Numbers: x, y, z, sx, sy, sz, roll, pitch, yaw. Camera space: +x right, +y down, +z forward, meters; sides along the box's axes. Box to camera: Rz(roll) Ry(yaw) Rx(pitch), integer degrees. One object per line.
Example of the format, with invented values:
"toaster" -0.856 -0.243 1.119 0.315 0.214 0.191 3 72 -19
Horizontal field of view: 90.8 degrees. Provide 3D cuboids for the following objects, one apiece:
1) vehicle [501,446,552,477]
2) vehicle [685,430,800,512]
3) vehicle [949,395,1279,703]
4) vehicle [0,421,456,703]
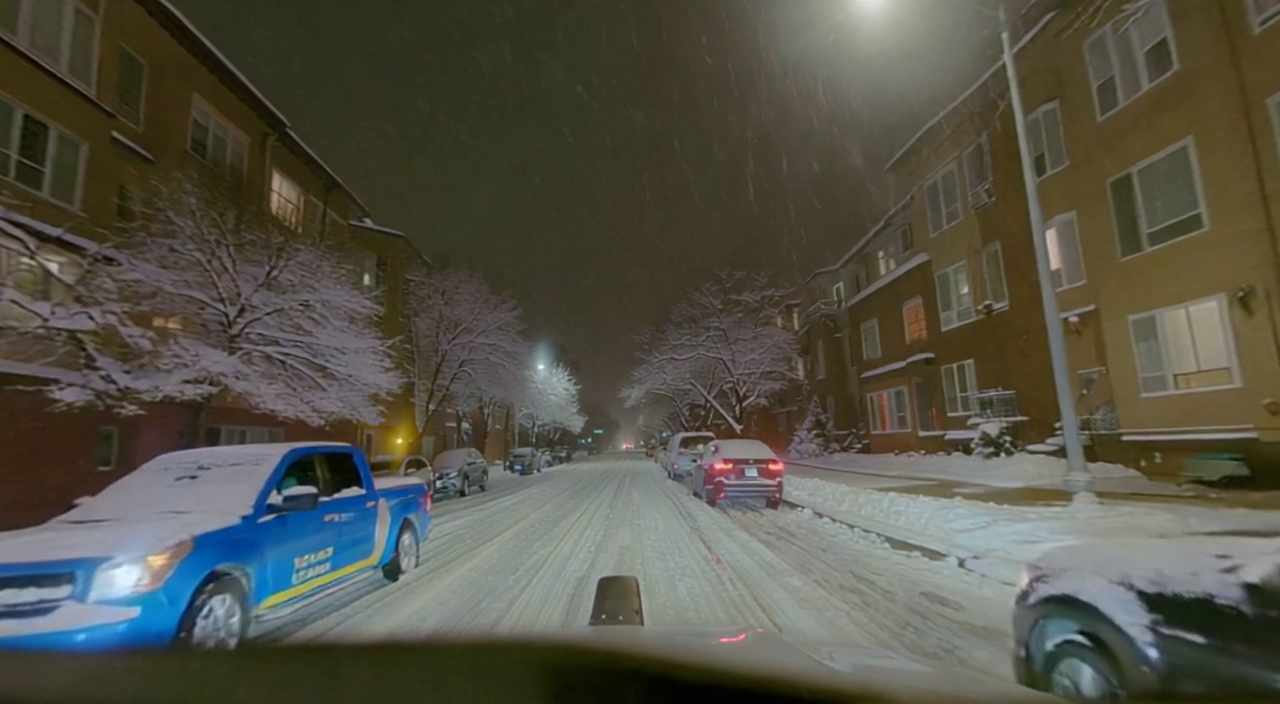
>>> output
"vehicle" -6.254 6.050 35.348 1.959 1.490 4.361 0 -7 1
"vehicle" 2.254 2.737 14.991 1.878 1.664 4.033 0 -8 -2
"vehicle" 2.600 0.737 0.815 1.845 1.479 4.727 0 -8 -2
"vehicle" -3.193 1.401 5.050 1.966 1.515 4.394 -1 -8 2
